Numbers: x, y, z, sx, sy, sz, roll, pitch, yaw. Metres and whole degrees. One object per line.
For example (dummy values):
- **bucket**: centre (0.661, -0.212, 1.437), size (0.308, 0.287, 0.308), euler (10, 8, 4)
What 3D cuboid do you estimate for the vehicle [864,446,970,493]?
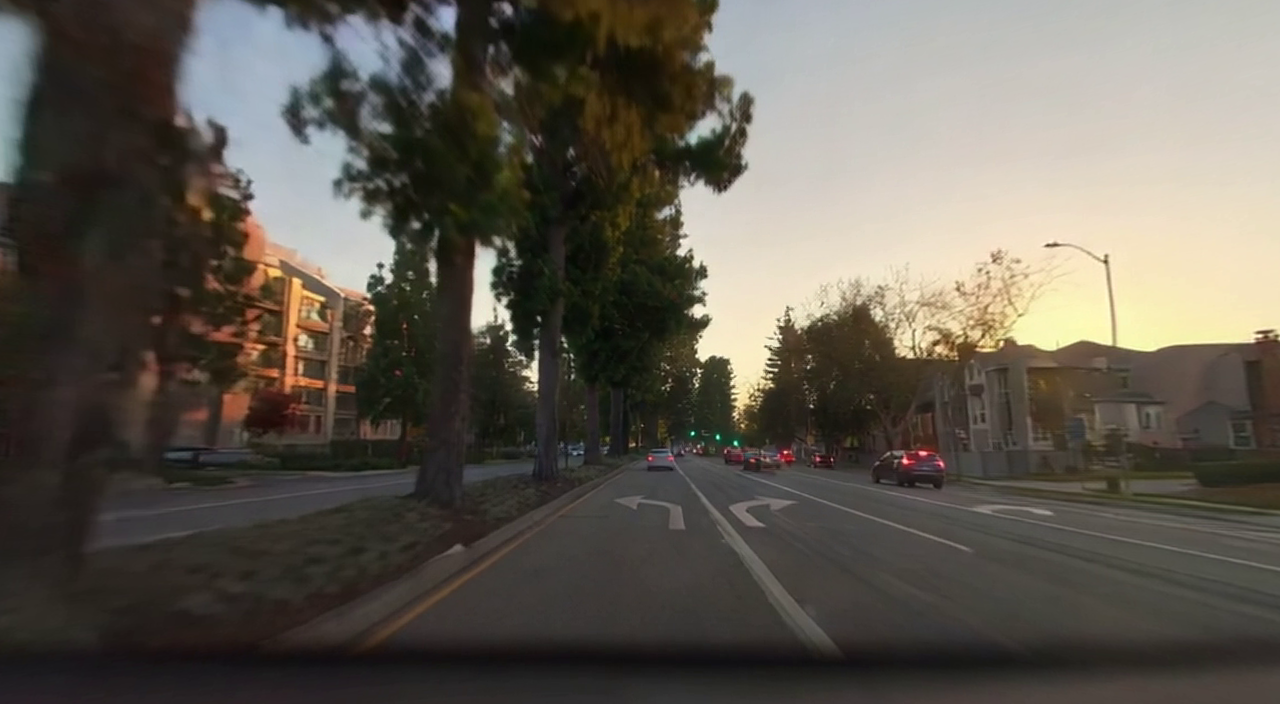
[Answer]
- **vehicle**: centre (9.634, 4.089, 22.373), size (2.020, 1.472, 3.958), euler (0, -8, 1)

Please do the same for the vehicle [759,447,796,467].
- **vehicle**: centre (10.542, 8.049, 48.743), size (1.888, 1.472, 4.350), euler (0, -8, 0)

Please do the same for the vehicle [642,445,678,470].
- **vehicle**: centre (1.206, 6.498, 39.187), size (2.077, 1.477, 3.897), euler (0, -8, 1)
